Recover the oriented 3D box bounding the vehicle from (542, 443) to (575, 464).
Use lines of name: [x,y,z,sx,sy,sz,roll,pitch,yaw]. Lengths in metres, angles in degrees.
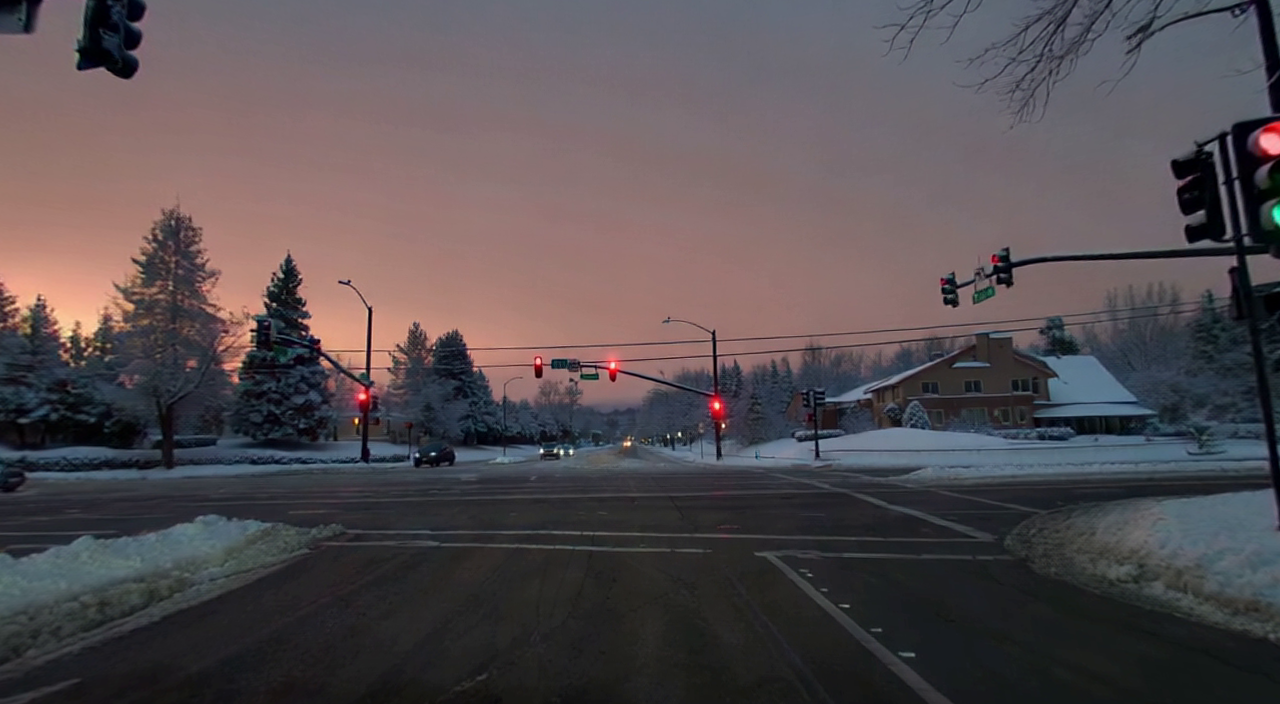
vehicle: [-6.077,7.671,47.809,1.936,1.444,4.168,0,-8,0]
